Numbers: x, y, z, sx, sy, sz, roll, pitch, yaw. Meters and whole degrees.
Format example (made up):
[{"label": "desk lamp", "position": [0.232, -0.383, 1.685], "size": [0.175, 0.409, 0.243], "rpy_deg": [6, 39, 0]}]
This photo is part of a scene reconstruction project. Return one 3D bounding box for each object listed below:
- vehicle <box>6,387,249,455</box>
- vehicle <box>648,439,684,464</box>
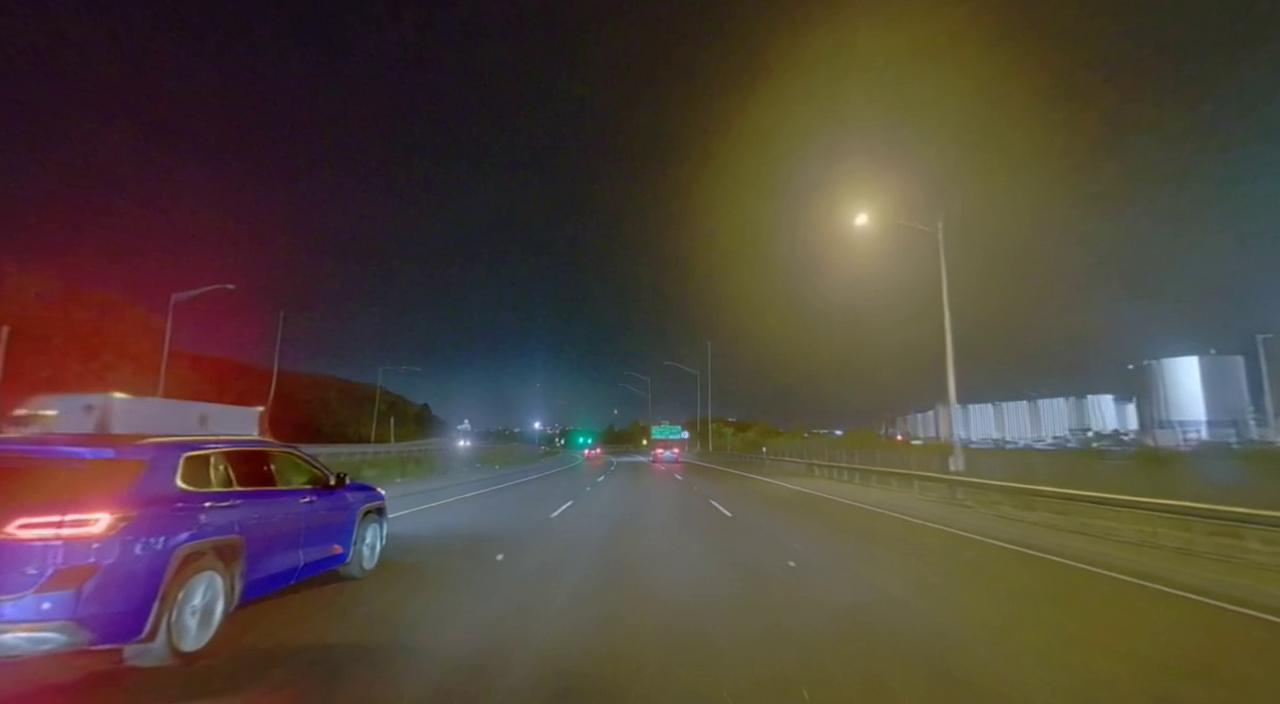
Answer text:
[{"label": "vehicle", "position": [-25.912, 3.824, 33.161], "size": [2.934, 2.961, 11.154], "rpy_deg": [0, -8, 4]}, {"label": "vehicle", "position": [1.940, 7.604, 48.348], "size": [2.296, 1.790, 5.067], "rpy_deg": [0, -9, -3]}]
